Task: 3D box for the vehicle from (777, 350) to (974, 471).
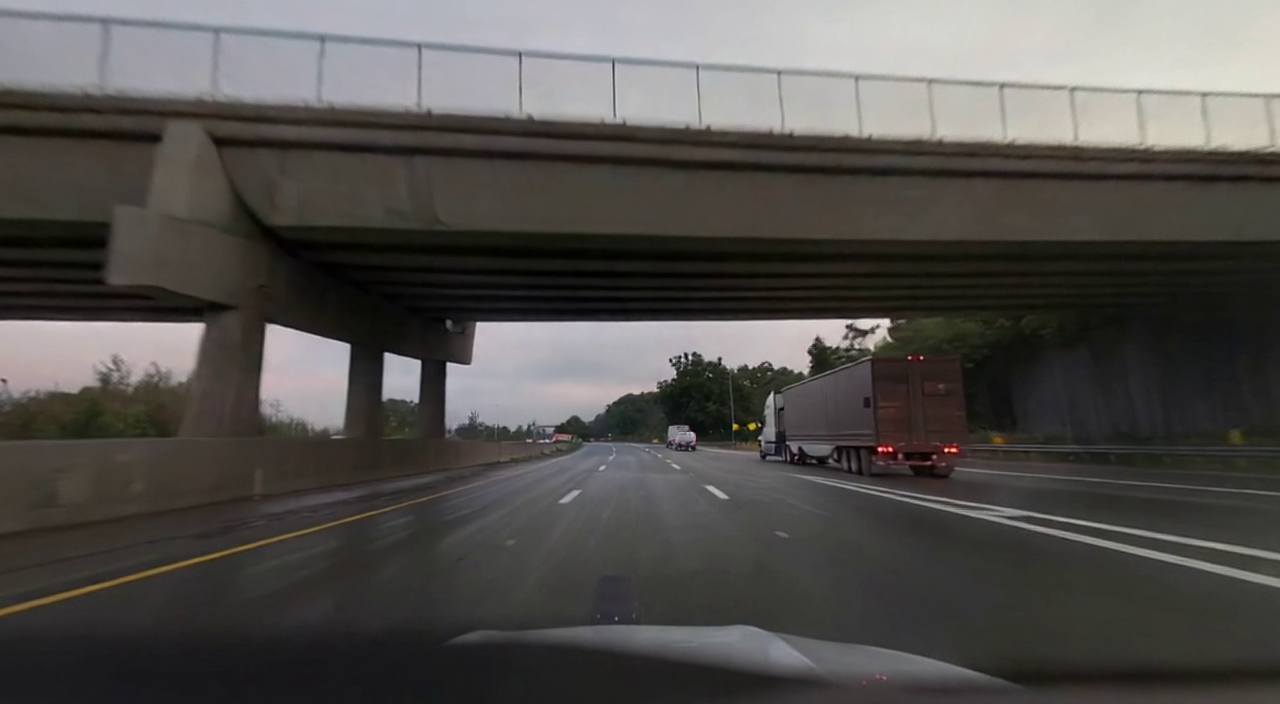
[{"bbox_3d":[9.379,2.896,27.904,2.855,4.053,13.328,0,-8,-3],"label":"vehicle"}]
